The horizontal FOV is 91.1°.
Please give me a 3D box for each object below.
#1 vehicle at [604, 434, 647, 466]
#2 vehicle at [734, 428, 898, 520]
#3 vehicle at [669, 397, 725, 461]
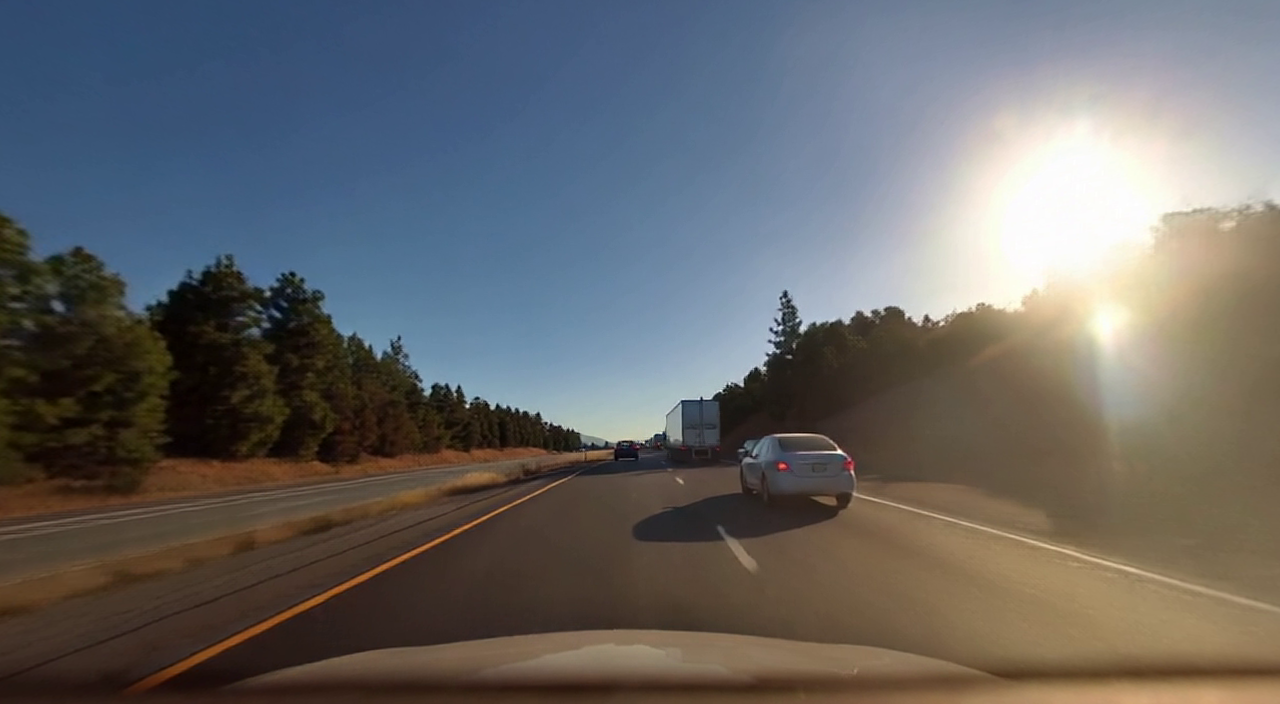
[{"bbox_3d":[-0.703,5.279,34.264,2.192,1.623,4.887,0,-8,1],"label":"vehicle"},{"bbox_3d":[3.299,2.354,12.797,2.072,1.534,4.300,0,-8,0],"label":"vehicle"},{"bbox_3d":[3.959,5.828,47.015,2.919,4.004,13.911,0,-8,0],"label":"vehicle"}]
